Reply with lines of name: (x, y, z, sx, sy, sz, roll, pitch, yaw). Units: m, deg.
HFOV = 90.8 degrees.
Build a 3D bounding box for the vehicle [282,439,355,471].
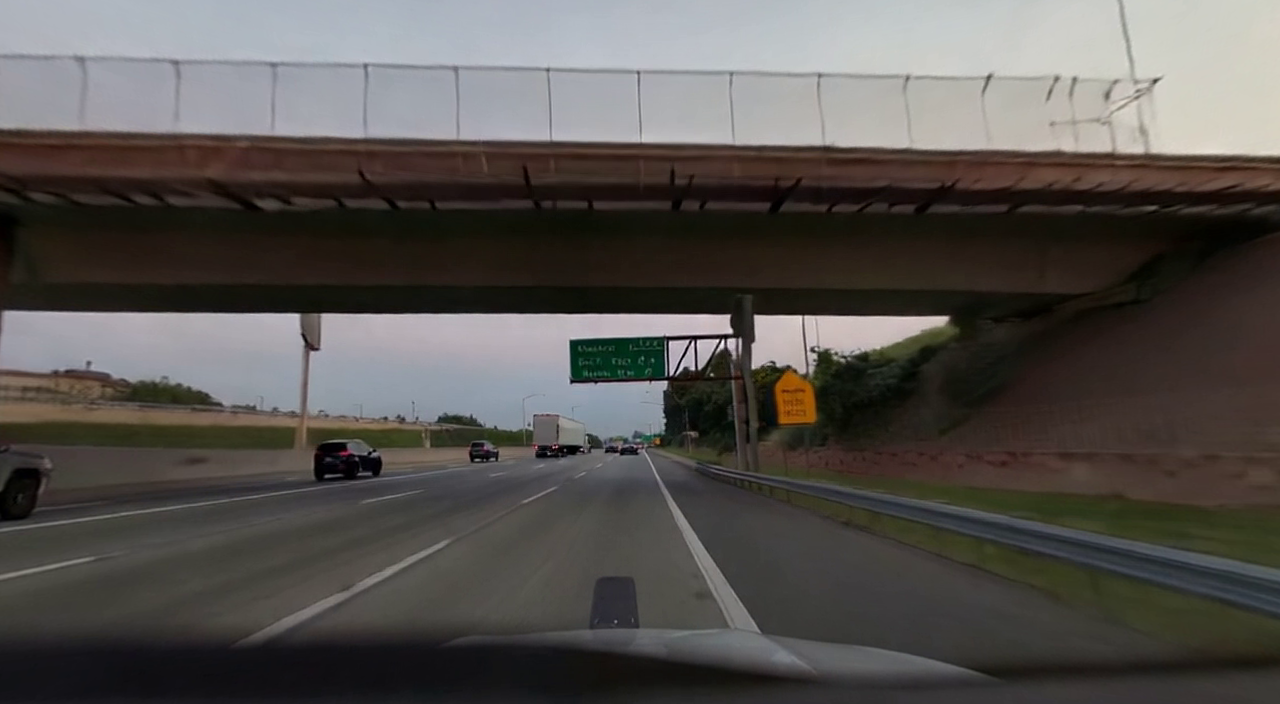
vehicle: (-18.919, 6.065, 37.427, 1.932, 1.752, 4.541, 0, -8, 0)
